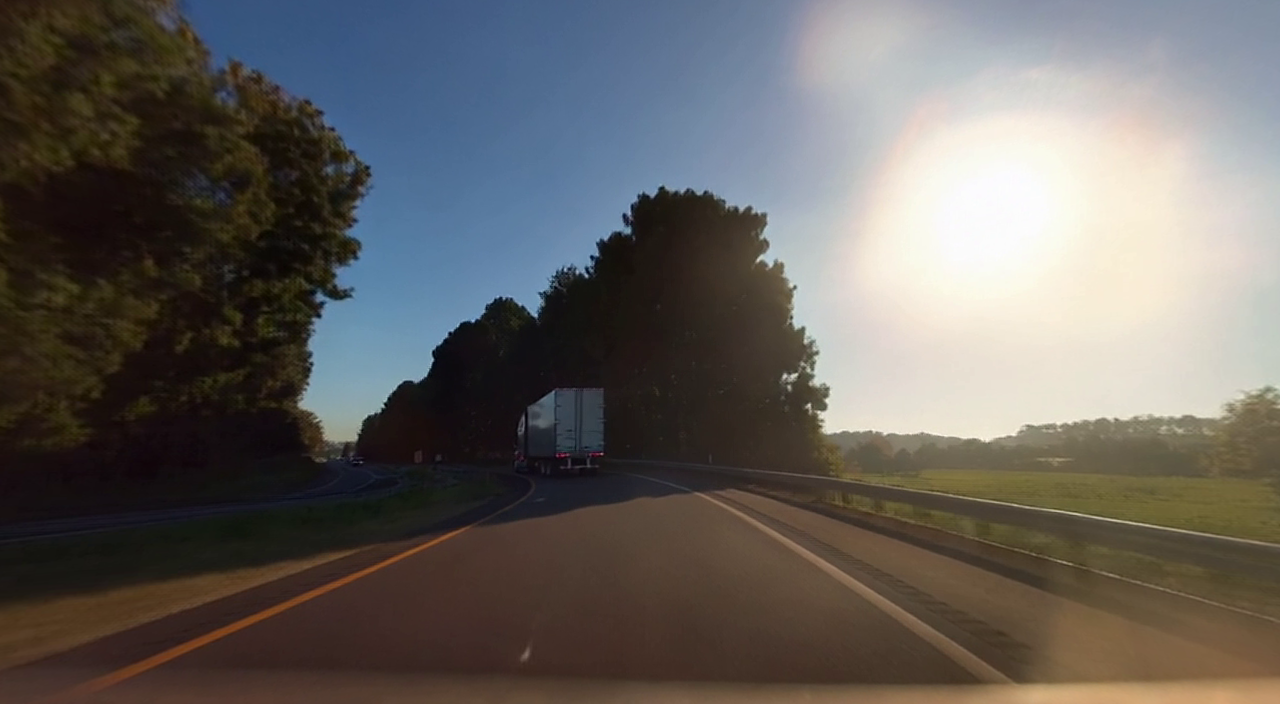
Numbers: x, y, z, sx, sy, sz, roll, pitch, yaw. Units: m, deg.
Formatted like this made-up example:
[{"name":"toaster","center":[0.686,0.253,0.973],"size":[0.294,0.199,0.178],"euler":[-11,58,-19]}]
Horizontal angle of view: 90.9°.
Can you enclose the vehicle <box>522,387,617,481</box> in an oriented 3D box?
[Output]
[{"name":"vehicle","center":[-4.440,4.551,35.319],"size":[3.087,4.178,13.682],"euler":[0,-7,-16]}]
